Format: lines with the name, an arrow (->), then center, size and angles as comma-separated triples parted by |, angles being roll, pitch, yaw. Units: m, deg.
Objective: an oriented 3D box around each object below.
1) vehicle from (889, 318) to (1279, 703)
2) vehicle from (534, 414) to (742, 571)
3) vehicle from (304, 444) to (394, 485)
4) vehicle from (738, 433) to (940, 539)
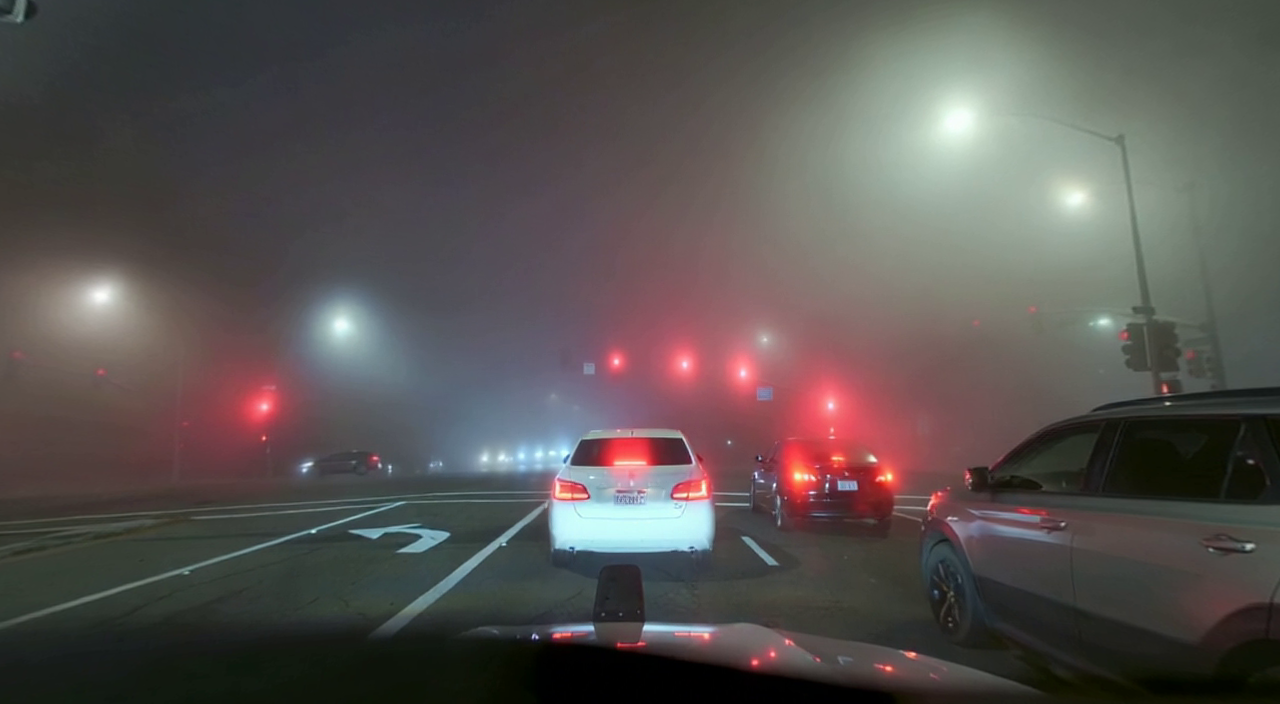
vehicle -> 3.008, 0.864, 2.667 | 2.103, 1.701, 4.294 | 0, -8, -1
vehicle -> -0.070, 1.786, 8.758 | 2.188, 1.637, 4.027 | 0, -8, -1
vehicle -> -14.234, 5.413, 30.793 | 4.448, 1.837, 2.021 | -6, -11, 37
vehicle -> 3.153, 2.215, 11.140 | 2.001, 1.463, 4.398 | 0, -8, -2
